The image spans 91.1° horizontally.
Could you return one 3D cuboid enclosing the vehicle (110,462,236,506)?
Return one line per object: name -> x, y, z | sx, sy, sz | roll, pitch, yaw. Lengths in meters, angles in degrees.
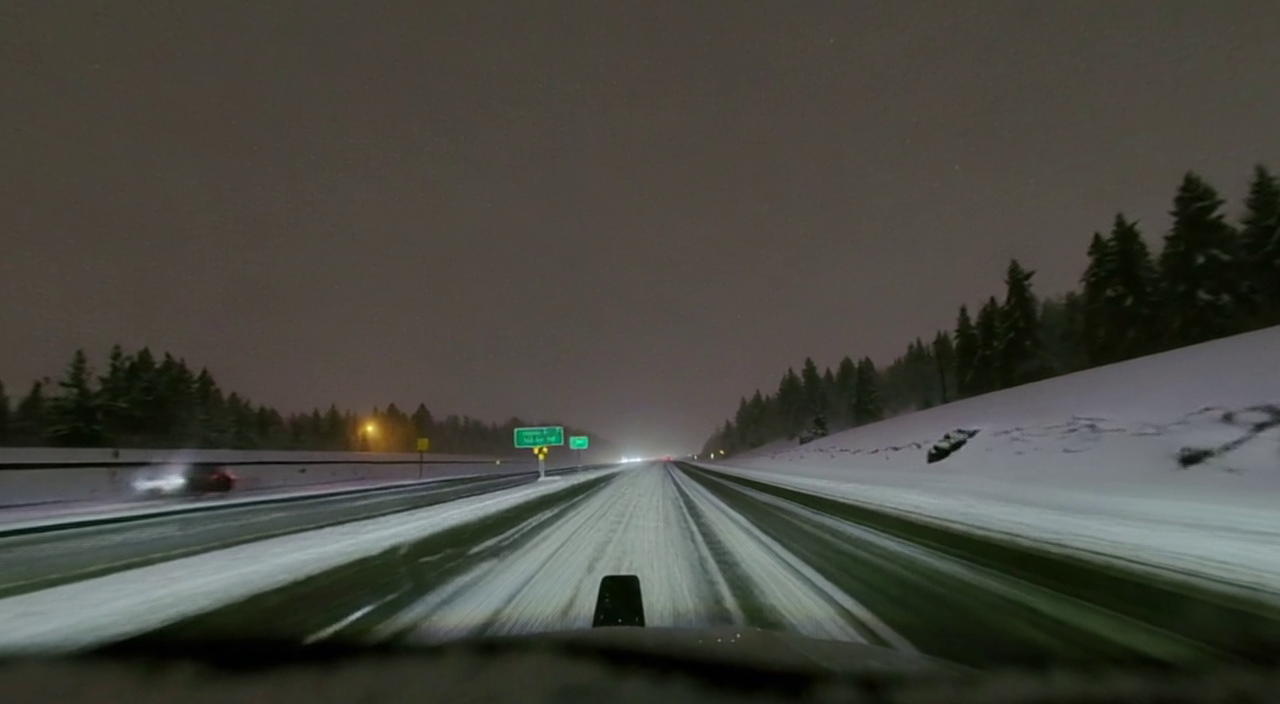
vehicle -> -20.828, 5.861, 28.326 | 2.005, 1.653, 4.637 | -1, -9, 2
